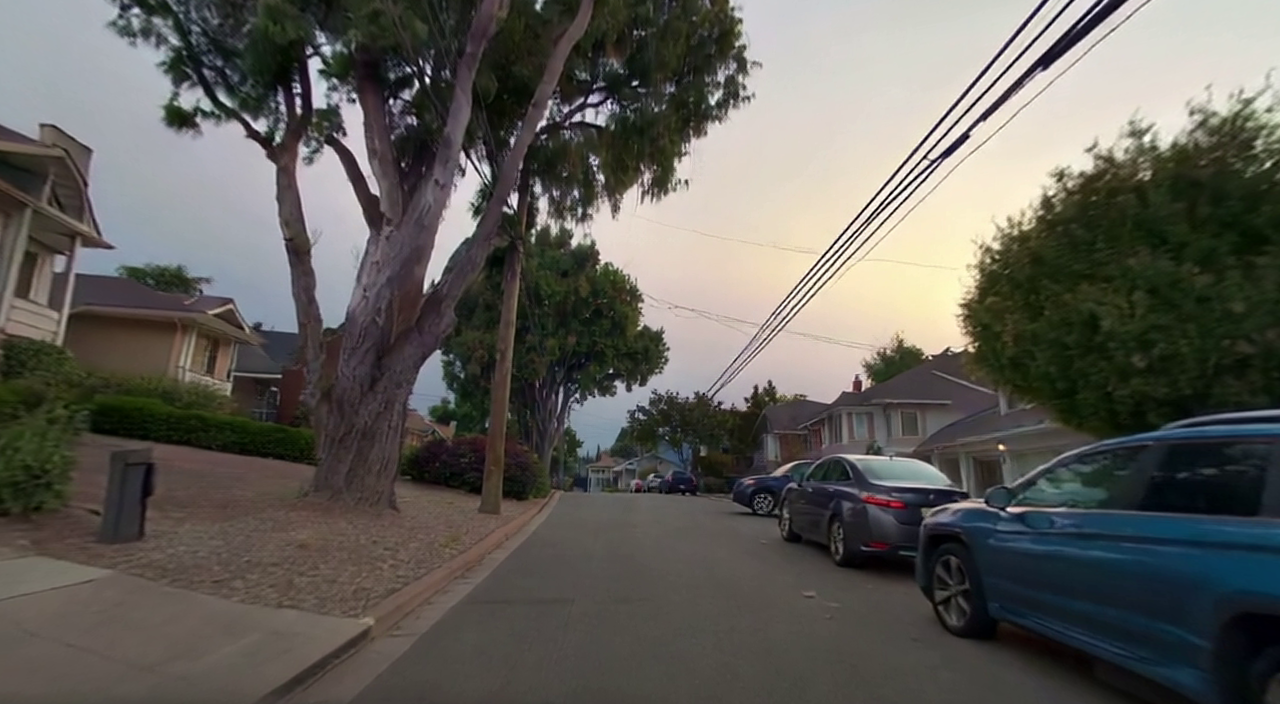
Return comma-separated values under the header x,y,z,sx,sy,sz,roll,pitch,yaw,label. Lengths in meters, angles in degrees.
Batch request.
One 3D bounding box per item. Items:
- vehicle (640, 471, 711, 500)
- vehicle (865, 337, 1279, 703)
x,y,z,sx,sy,sz,roll,pitch,yaw,label
2.352,8.877,42.275,4.413,1.728,1.869,1,-9,-10,vehicle
3.199,1.016,3.287,2.076,1.780,4.959,0,-9,-2,vehicle
